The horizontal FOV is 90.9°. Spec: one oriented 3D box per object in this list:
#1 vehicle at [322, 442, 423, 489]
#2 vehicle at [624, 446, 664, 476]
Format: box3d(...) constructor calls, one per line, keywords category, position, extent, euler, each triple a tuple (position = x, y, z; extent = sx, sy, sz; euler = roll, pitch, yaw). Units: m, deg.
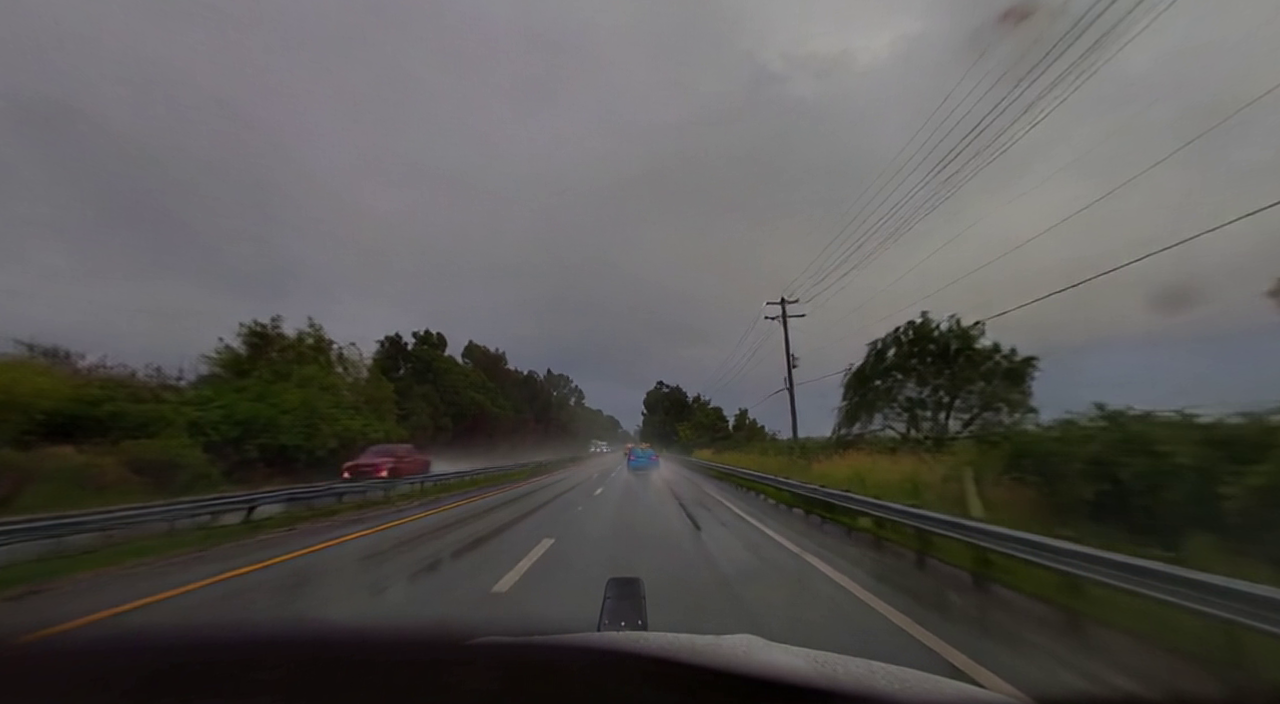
box3d(category="vehicle", position=(-9.170, 3.914, 21.935), extent=(1.838, 1.480, 3.699), euler=(0, -9, 0))
box3d(category="vehicle", position=(0.150, 5.920, 34.444), extent=(2.080, 1.486, 3.813), euler=(0, -9, -1))
